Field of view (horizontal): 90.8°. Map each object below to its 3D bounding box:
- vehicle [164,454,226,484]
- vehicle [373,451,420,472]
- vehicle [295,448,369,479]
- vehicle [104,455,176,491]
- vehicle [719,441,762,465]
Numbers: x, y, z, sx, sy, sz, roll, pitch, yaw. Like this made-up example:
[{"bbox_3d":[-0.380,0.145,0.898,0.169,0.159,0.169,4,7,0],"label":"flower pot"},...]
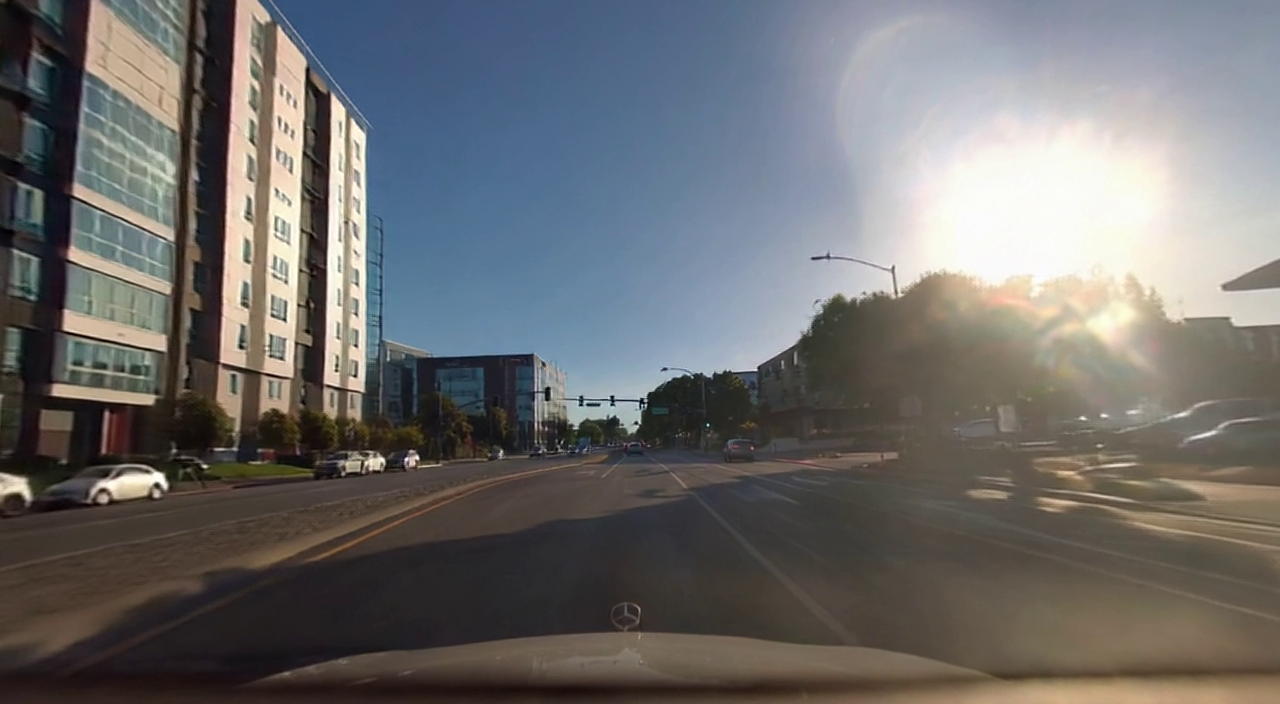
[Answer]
[{"bbox_3d":[-25.697,6.749,36.634,2.099,1.561,4.013,4,-9,-24],"label":"vehicle"},{"bbox_3d":[-18.742,8.422,48.859,1.861,1.499,4.605,0,-9,-1],"label":"vehicle"},{"bbox_3d":[-18.672,6.743,38.606,2.047,1.756,4.844,0,-9,0],"label":"vehicle"},{"bbox_3d":[-28.088,6.765,35.667,1.959,1.677,4.861,1,-8,-24],"label":"vehicle"},{"bbox_3d":[6.468,6.566,41.136,1.992,1.447,4.414,1,-9,-1],"label":"vehicle"}]
